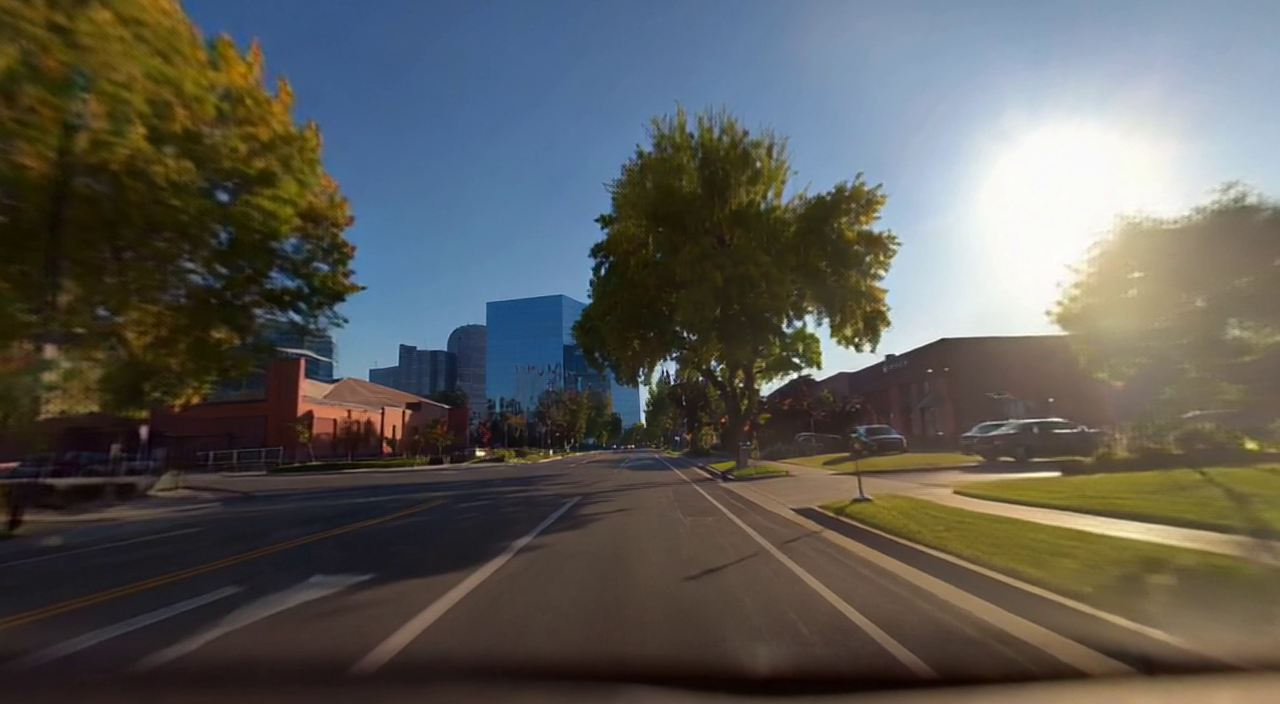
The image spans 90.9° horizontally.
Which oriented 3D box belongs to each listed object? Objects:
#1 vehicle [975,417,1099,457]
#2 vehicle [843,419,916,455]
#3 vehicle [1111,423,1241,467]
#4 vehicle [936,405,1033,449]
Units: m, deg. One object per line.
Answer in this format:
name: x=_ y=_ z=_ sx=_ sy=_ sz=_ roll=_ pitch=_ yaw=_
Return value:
vehicle: x=15.240 y=3.352 z=24.539 sx=1.866 sy=1.420 sz=4.447 roll=0 pitch=-9 yaw=0
vehicle: x=11.826 y=4.267 z=31.516 sx=2.036 sy=1.636 sz=4.995 roll=0 pitch=-8 yaw=5
vehicle: x=20.623 y=3.630 z=24.491 sx=1.766 sy=1.560 sz=3.695 roll=0 pitch=-8 yaw=0
vehicle: x=16.939 y=3.806 z=31.339 sx=2.027 sy=1.910 sz=4.824 roll=-3 pitch=-8 yaw=1
